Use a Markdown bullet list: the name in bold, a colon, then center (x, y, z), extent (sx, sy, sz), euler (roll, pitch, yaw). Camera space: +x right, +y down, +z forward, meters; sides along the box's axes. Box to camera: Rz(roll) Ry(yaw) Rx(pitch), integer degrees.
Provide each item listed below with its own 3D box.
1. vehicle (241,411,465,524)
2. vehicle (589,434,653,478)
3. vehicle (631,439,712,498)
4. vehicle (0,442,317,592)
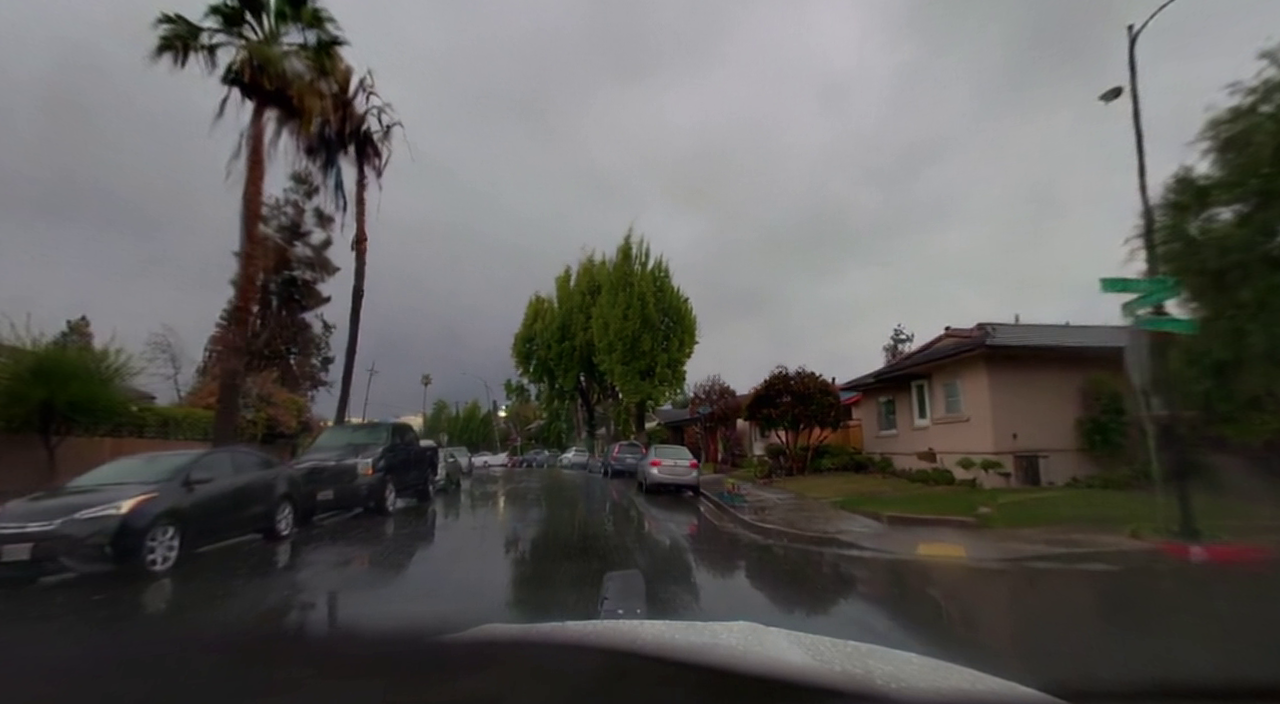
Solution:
- **vehicle**: center (-6.520, 2.740, 15.630), extent (2.624, 2.178, 6.522), euler (0, -8, -2)
- **vehicle**: center (-1.059, 5.199, 31.686), extent (2.139, 1.997, 4.864), euler (2, -9, -15)
- **vehicle**: center (0.882, 3.697, 20.419), extent (2.076, 1.658, 4.604), euler (1, -9, -4)
- **vehicle**: center (-6.587, 2.081, 8.885), extent (1.875, 1.585, 4.184), euler (0, -8, -1)
